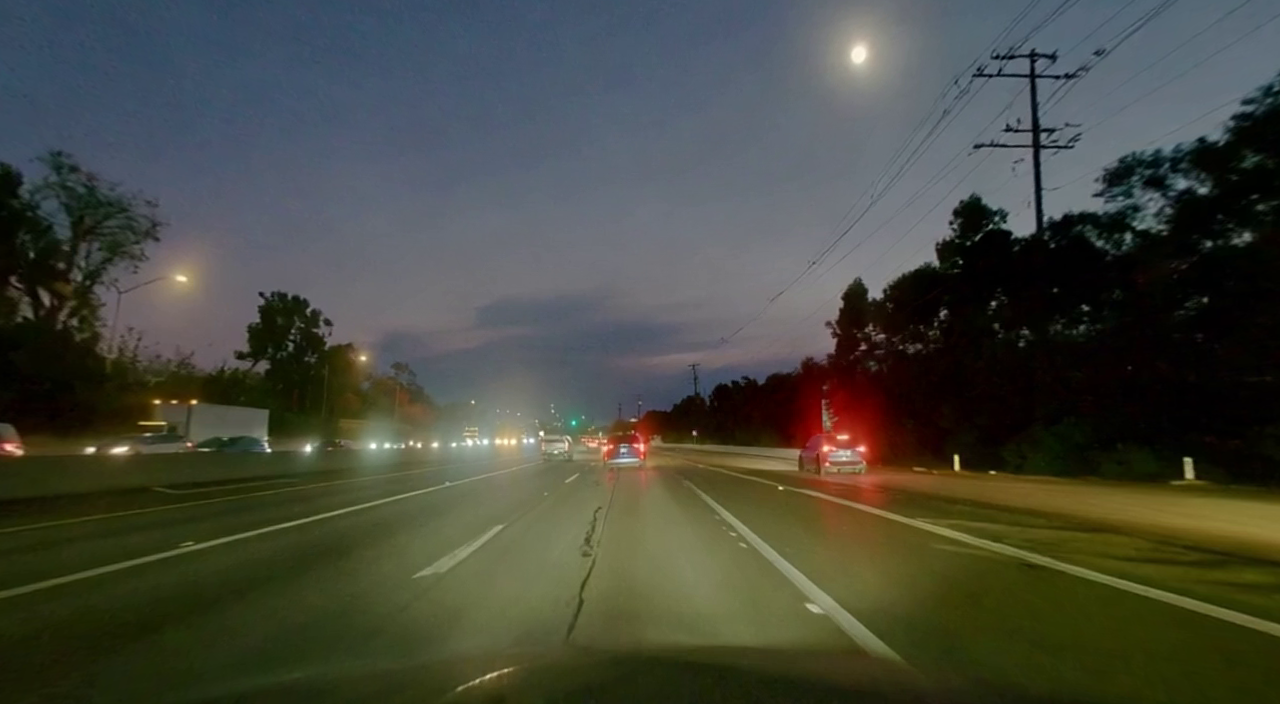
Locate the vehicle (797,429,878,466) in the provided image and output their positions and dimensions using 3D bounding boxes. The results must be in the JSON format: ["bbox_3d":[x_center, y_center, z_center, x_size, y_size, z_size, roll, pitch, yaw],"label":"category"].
[{"bbox_3d":[9.872,4.828,31.986,2.099,1.720,4.829,1,-8,-7],"label":"vehicle"}]

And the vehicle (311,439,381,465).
[{"bbox_3d":[-17.089,5.851,36.963,1.838,1.424,4.575,0,-8,1],"label":"vehicle"}]

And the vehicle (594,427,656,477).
[{"bbox_3d":[-0.558,3.878,24.736,2.192,1.769,4.287,0,-8,-1],"label":"vehicle"}]

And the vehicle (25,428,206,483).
[{"bbox_3d":[-16.537,3.280,20.281,1.913,1.534,4.524,0,-8,0],"label":"vehicle"}]

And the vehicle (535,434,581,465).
[{"bbox_3d":[-4.611,5.555,36.072,2.130,1.685,4.341,0,-8,-1],"label":"vehicle"}]

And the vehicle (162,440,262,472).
[{"bbox_3d":[-20.510,4.969,30.487,1.759,1.415,4.489,0,-8,-1],"label":"vehicle"}]
